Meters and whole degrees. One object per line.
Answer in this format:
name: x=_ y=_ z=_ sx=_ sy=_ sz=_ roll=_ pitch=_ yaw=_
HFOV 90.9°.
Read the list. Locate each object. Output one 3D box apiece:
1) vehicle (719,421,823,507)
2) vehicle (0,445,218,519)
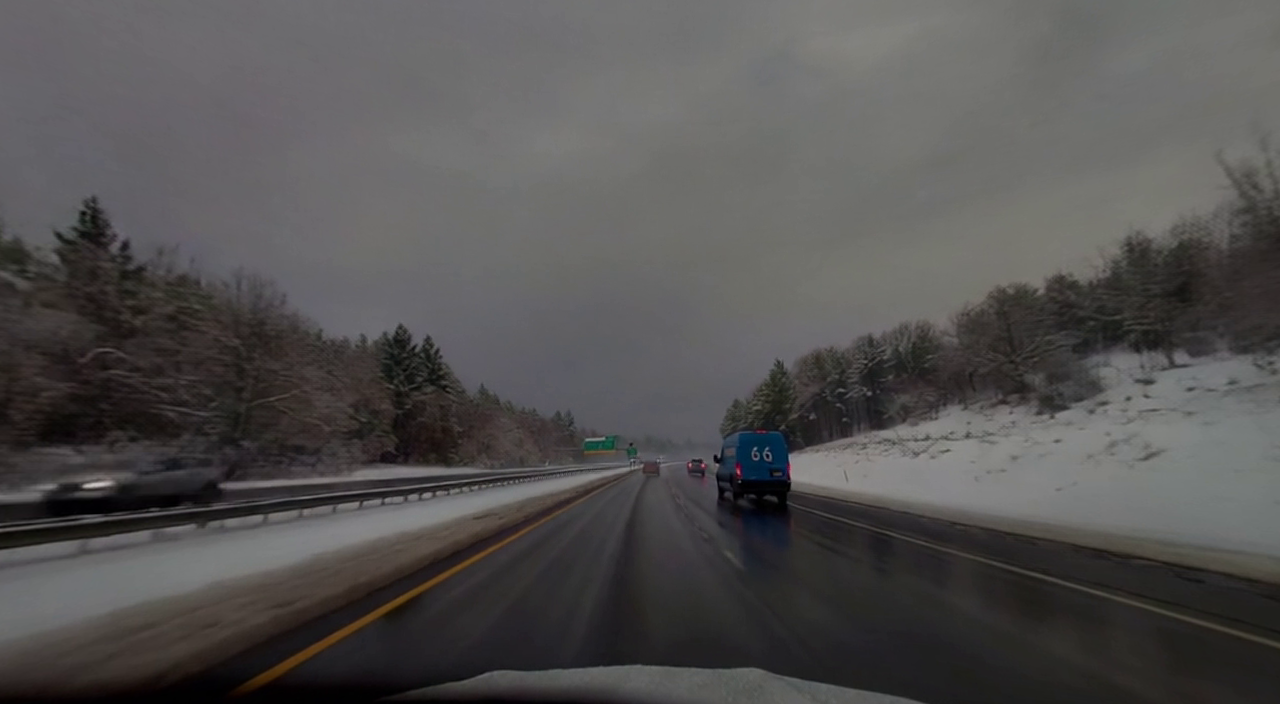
vehicle: x=4.387 y=3.971 z=22.315 sx=2.366 sy=2.595 sz=5.793 roll=1 pitch=-11 yaw=0
vehicle: x=-12.728 y=3.061 z=15.119 sx=1.917 sy=1.465 sz=4.638 roll=1 pitch=-11 yaw=0
